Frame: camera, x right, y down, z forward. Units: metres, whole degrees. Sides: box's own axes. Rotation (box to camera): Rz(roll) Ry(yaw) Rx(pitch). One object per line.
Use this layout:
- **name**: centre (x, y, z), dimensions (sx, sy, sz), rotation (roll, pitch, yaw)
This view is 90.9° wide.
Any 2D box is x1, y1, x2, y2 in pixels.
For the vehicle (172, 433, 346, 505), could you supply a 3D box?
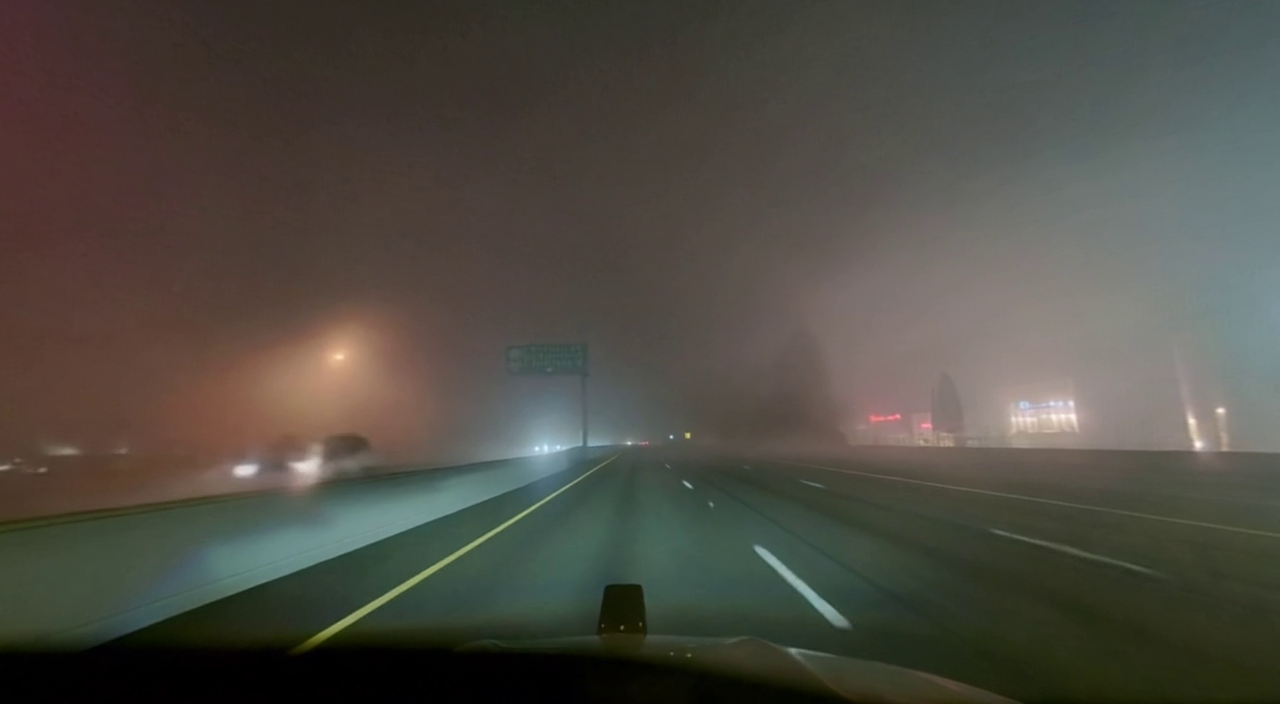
- **vehicle**: centre (-11.458, 3.536, 19.548), dimensions (2.171, 1.915, 5.048), rotation (0, -8, 0)

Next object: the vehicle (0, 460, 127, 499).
- **vehicle**: centre (-26.182, 5.678, 28.522), dimensions (1.959, 1.476, 4.795), rotation (0, -8, -1)
